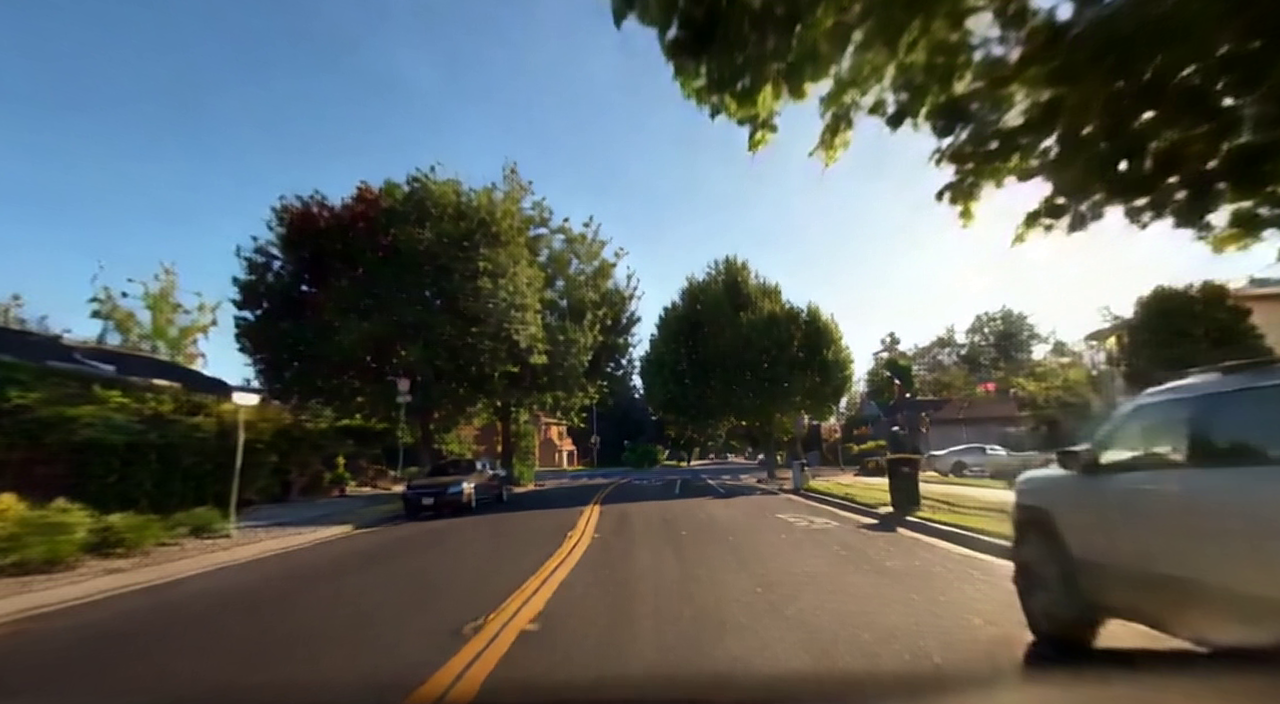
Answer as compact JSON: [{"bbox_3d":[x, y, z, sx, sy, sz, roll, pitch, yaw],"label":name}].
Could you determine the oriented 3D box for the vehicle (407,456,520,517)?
[{"bbox_3d":[-5.083,3.910,18.751,2.033,1.456,4.370,-3,-9,2],"label":"vehicle"}]

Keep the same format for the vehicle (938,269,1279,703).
[{"bbox_3d":[4.205,0.959,3.492,2.624,2.227,5.508,3,-11,3],"label":"vehicle"}]
